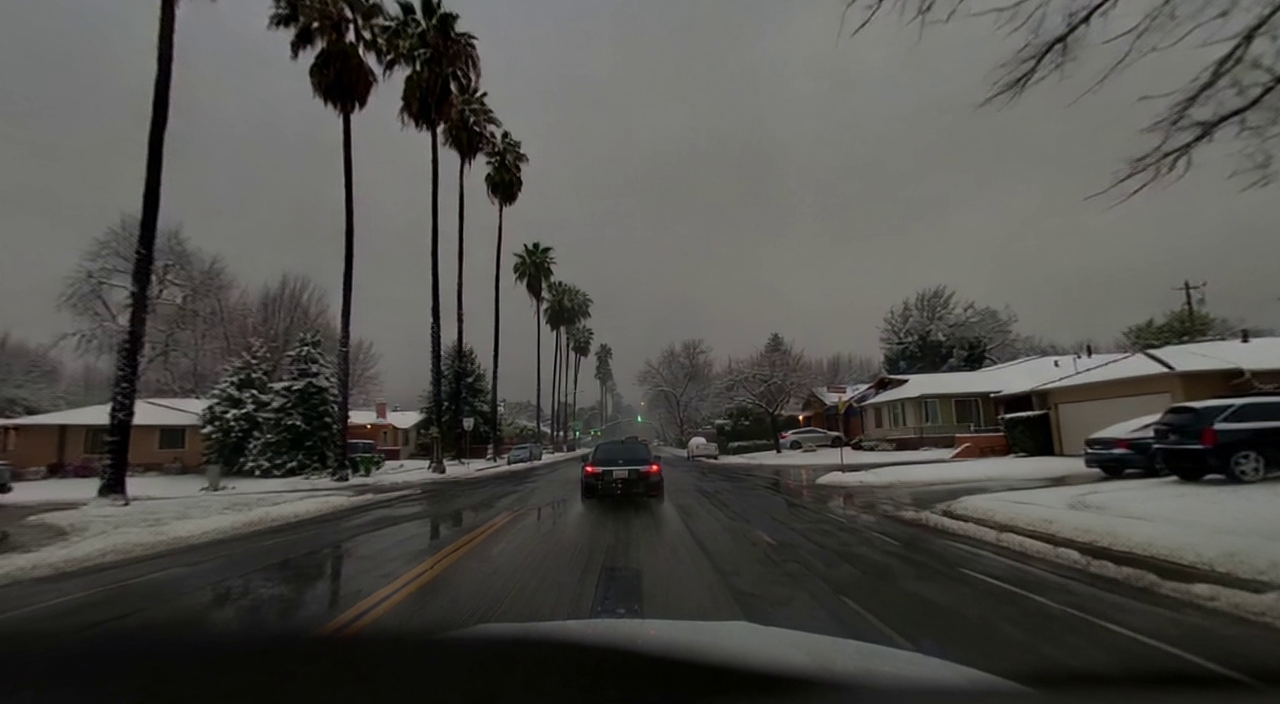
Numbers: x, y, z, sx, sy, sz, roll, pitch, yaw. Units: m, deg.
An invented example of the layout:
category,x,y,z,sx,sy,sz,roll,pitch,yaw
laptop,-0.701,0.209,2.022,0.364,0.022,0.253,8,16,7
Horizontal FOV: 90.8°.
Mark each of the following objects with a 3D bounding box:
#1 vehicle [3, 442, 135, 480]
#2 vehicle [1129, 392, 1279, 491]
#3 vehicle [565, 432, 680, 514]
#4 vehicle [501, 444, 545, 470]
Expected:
category,x,y,z,sx,sy,sz,roll,pitch,yaw
vehicle,-29.372,5.596,32.737,1.918,1.821,4.769,-1,-9,10
vehicle,13.759,1.888,13.372,4.913,1.930,2.020,-1,-9,5
vehicle,-0.364,2.543,13.729,2.098,1.483,4.099,0,-9,-1
vehicle,-8.042,7.201,43.658,2.069,1.441,4.368,-3,-7,1
